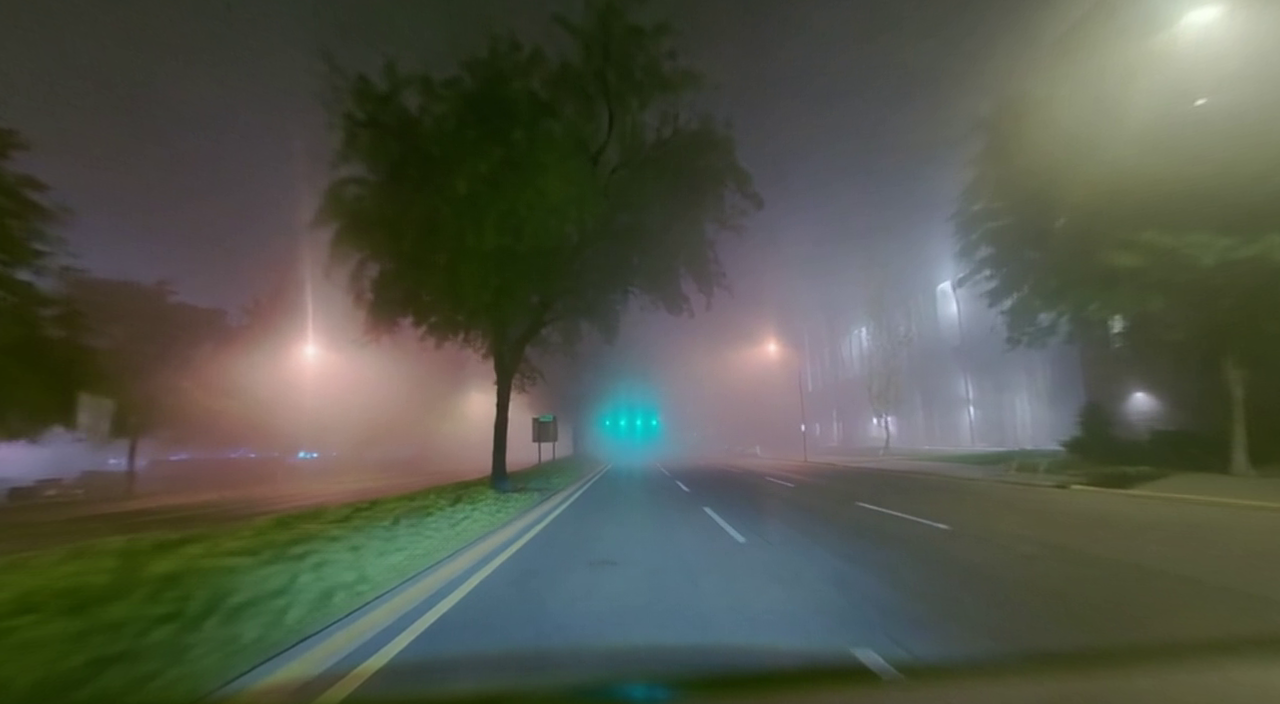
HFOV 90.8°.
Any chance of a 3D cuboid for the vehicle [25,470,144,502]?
[{"bbox_3d":[-32.359,7.802,37.046,1.807,1.568,4.997,-3,-9,12],"label":"vehicle"}]
